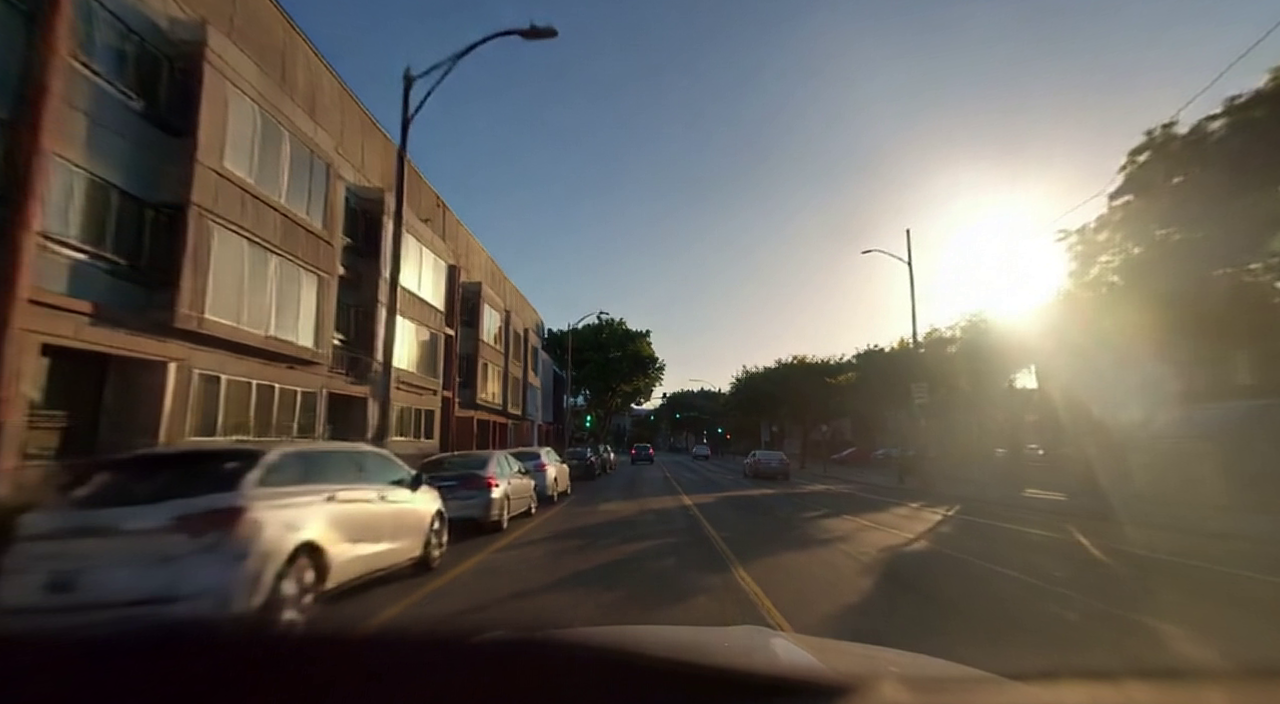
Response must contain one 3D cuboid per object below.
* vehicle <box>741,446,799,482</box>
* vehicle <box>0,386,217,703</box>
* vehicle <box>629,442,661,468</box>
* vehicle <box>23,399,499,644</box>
[{"bbox_3d":[5.684,4.943,28.002,1.799,1.463,3.464,0,-9,-1],"label":"vehicle"},{"bbox_3d":[-3.340,0.915,2.239,1.609,1.619,2.840,0,-9,0],"label":"vehicle"},{"bbox_3d":[0.399,7.111,43.622,2.122,1.689,3.885,0,-9,1],"label":"vehicle"},{"bbox_3d":[-3.124,1.514,6.660,2.199,1.676,4.486,0,-9,0],"label":"vehicle"}]
